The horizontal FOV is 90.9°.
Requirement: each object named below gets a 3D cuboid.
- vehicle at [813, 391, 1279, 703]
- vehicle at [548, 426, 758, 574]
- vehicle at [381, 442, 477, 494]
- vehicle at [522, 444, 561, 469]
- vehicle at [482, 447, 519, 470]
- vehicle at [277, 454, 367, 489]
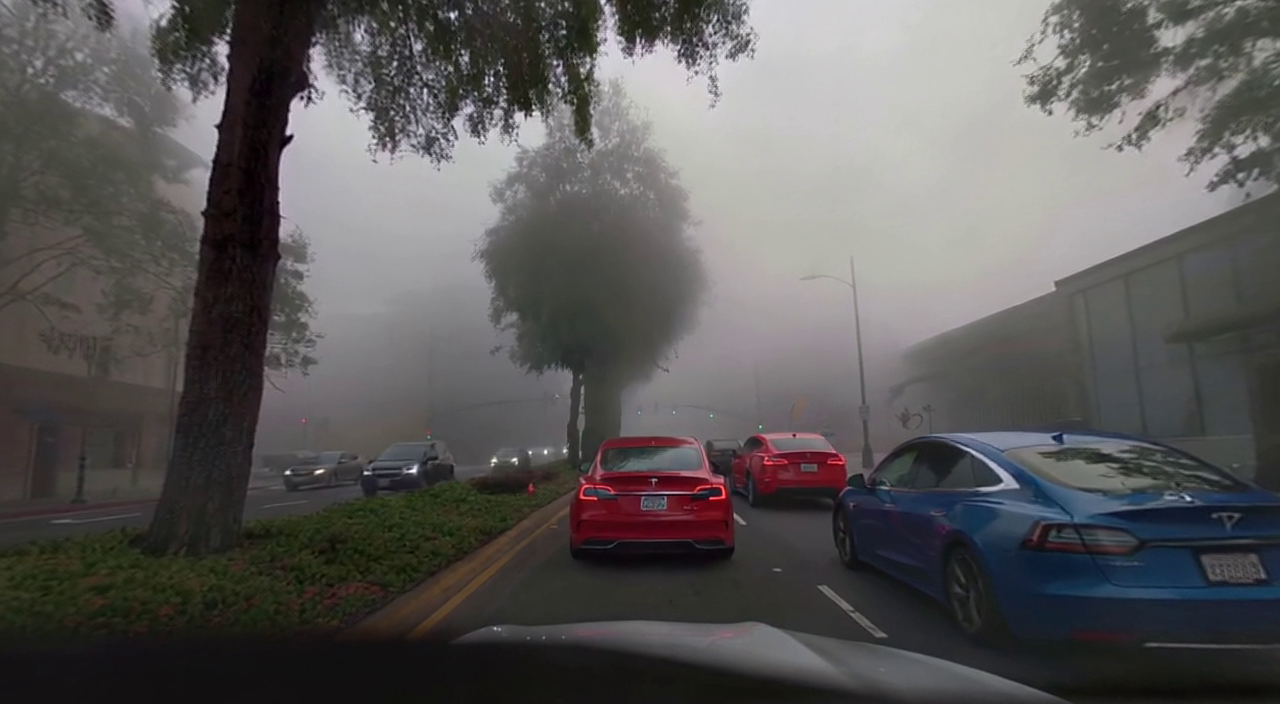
[{"bbox_3d":[3.219,1.361,5.661,2.038,1.651,4.455,0,-8,0],"label":"vehicle"},{"bbox_3d":[0.147,1.801,8.468,2.137,1.488,3.938,0,-8,0],"label":"vehicle"},{"bbox_3d":[-7.511,4.142,22.924,1.968,1.682,4.213,0,-8,1],"label":"vehicle"},{"bbox_3d":[-7.310,7.785,47.155,2.036,1.705,4.520,0,-8,2],"label":"vehicle"},{"bbox_3d":[-10.330,7.883,46.962,1.690,1.628,4.281,0,-8,1],"label":"vehicle"},{"bbox_3d":[-14.837,5.566,29.709,1.999,1.462,4.200,0,-8,1],"label":"vehicle"}]
